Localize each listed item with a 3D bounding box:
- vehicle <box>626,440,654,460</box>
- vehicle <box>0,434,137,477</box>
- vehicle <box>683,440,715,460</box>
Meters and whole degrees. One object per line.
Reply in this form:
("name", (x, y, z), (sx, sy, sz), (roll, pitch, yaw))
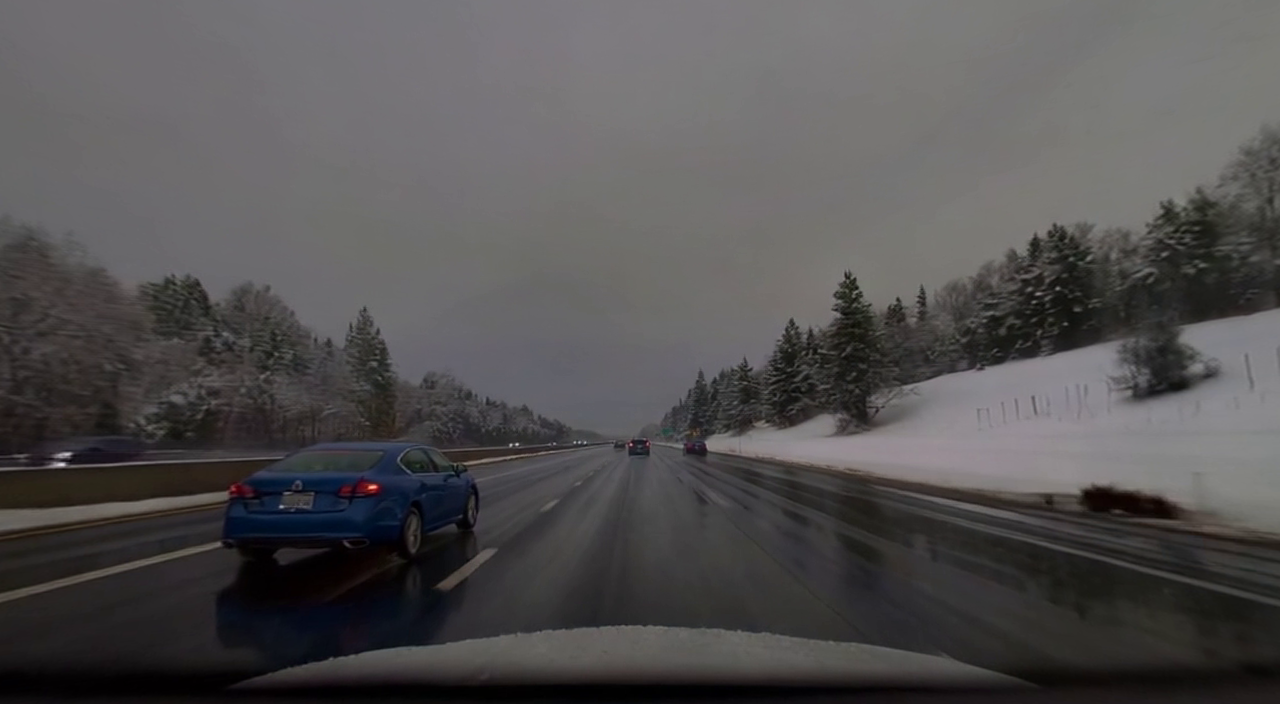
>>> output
("vehicle", (-0.022, 7.519, 48.103), (2.052, 1.449, 3.857), (0, -8, 0))
("vehicle", (-28.983, 5.173, 31.718), (2.262, 1.957, 5.830), (0, -8, 0))
("vehicle", (4.615, 7.775, 49.921), (2.008, 1.524, 4.598), (0, -8, -1))
